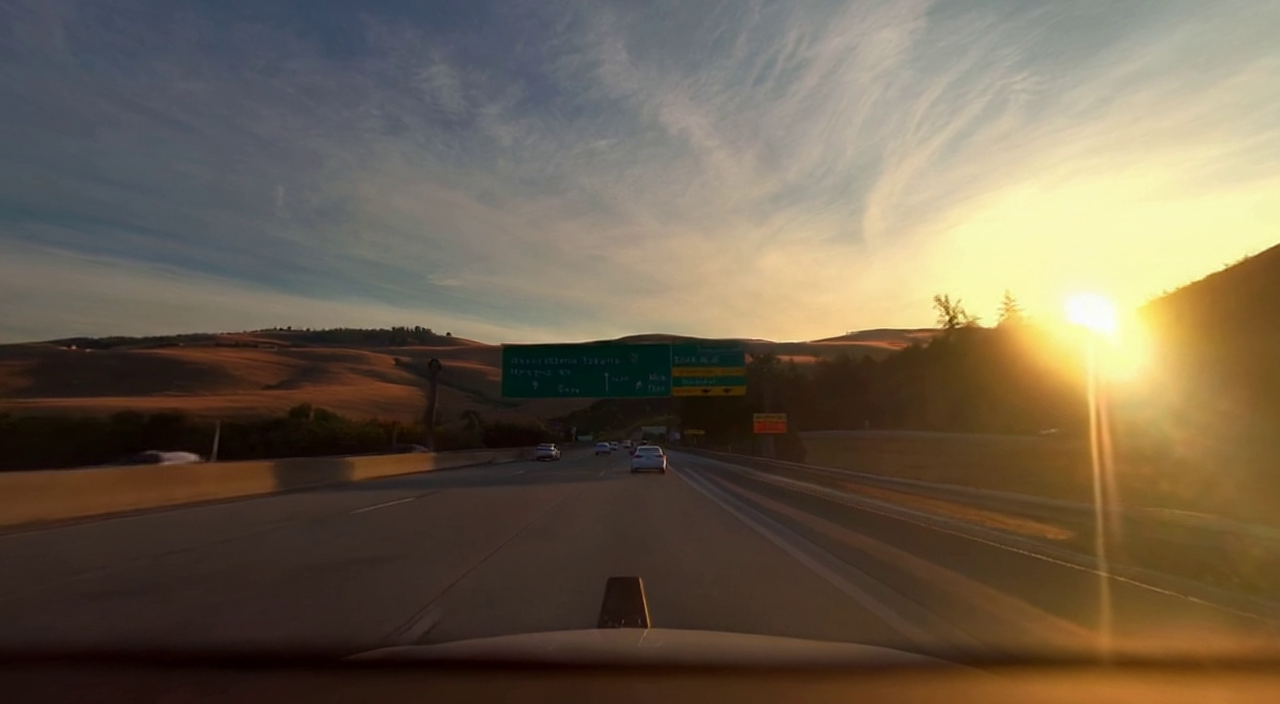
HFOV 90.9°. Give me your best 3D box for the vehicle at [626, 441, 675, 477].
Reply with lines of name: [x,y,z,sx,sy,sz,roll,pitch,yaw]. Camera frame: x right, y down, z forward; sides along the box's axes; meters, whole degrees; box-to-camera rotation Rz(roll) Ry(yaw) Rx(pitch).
vehicle: [0.417,4.783,28.301,2.019,1.475,4.301,1,-9,-1]

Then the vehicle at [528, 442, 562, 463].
vehicle: [-7.100,7.569,47.444,1.955,1.468,3.637,0,-9,0]
